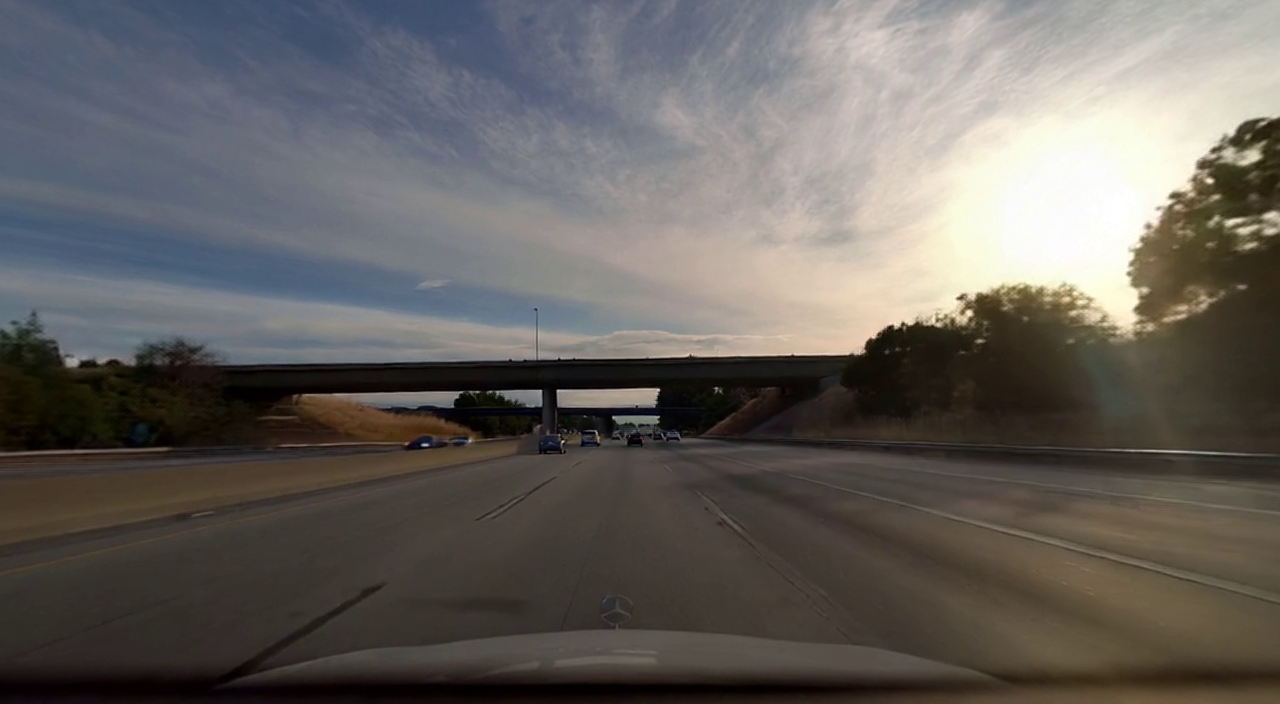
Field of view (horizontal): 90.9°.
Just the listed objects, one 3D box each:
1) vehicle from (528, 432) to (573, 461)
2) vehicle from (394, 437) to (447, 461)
[{"bbox_3d":[-4.892,5.231,35.011,1.933,1.473,4.023,0,-8,0],"label":"vehicle"},{"bbox_3d":[-13.852,6.111,40.005,1.851,1.451,4.277,0,-8,-1],"label":"vehicle"}]
